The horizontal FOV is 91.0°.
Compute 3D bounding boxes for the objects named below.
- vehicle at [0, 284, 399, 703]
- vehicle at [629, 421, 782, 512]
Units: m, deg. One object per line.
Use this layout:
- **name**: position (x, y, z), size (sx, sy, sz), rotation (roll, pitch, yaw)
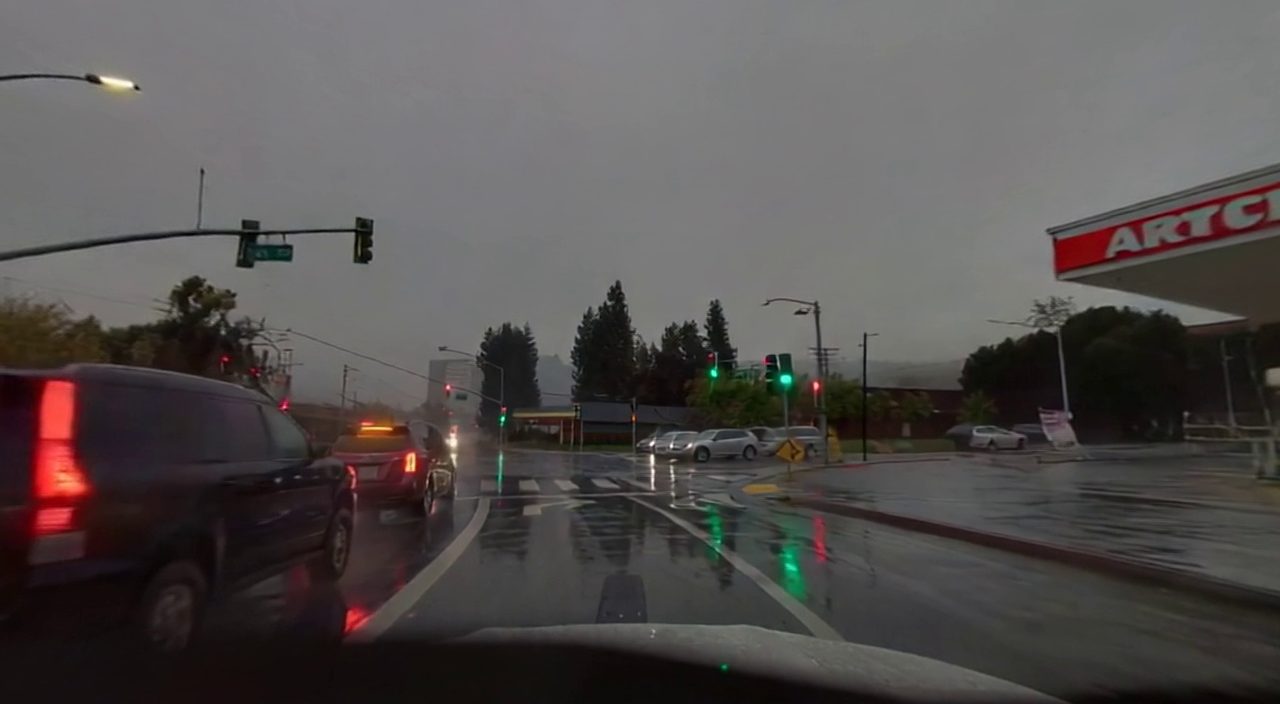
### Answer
- **vehicle**: position (-3.784, 1.040, 4.839), size (2.254, 2.006, 4.766), rotation (1, -9, -4)
- **vehicle**: position (1.341, 2.705, 15.374), size (2.202, 1.822, 4.826), rotation (2, -9, -13)
